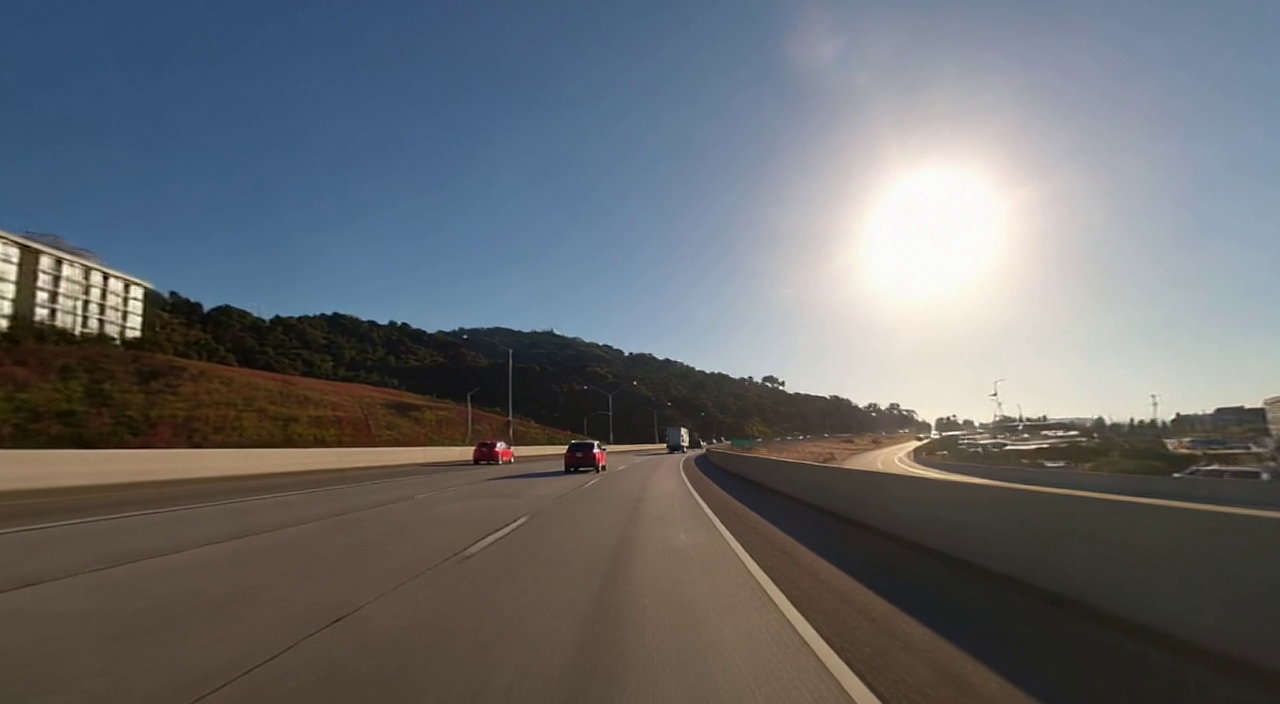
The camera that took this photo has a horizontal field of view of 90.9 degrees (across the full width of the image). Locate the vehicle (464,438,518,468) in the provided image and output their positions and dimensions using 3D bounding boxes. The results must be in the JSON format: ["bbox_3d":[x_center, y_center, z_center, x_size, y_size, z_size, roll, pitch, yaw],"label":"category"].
[{"bbox_3d":[-9.435,6.414,40.295,2.039,1.746,4.528,-1,-8,5],"label":"vehicle"}]

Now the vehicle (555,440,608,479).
[{"bbox_3d":[-2.820,5.312,31.456,2.028,1.782,4.150,-1,-8,4],"label":"vehicle"}]
